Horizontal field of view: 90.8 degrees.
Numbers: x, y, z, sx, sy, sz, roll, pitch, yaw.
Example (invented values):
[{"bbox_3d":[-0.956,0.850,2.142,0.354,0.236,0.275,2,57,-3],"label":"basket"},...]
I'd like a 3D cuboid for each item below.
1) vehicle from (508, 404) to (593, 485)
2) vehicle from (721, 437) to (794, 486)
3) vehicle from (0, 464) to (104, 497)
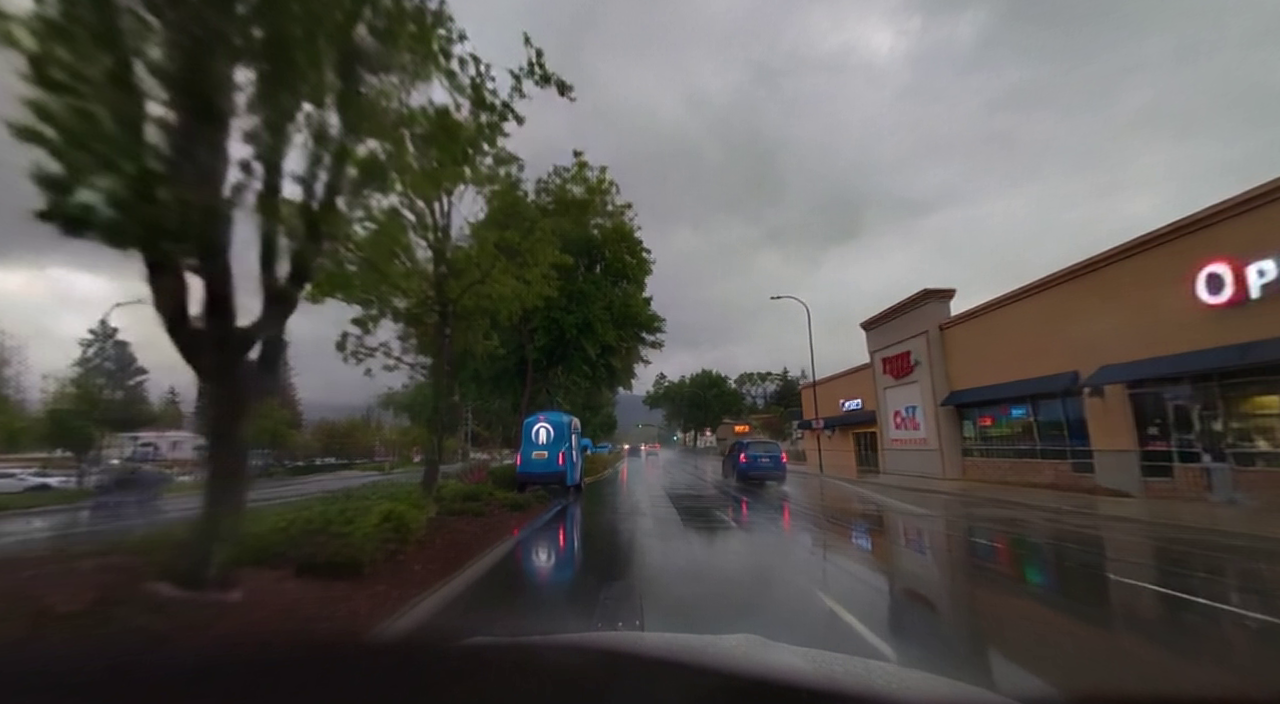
[{"bbox_3d":[-3.338,3.672,25.009,2.443,2.784,5.862,0,-9,1],"label":"vehicle"},{"bbox_3d":[4.294,4.066,23.755,1.869,1.646,4.166,0,-9,-1],"label":"vehicle"},{"bbox_3d":[-31.404,6.793,33.454,4.225,1.449,1.819,1,-9,-28],"label":"vehicle"}]
